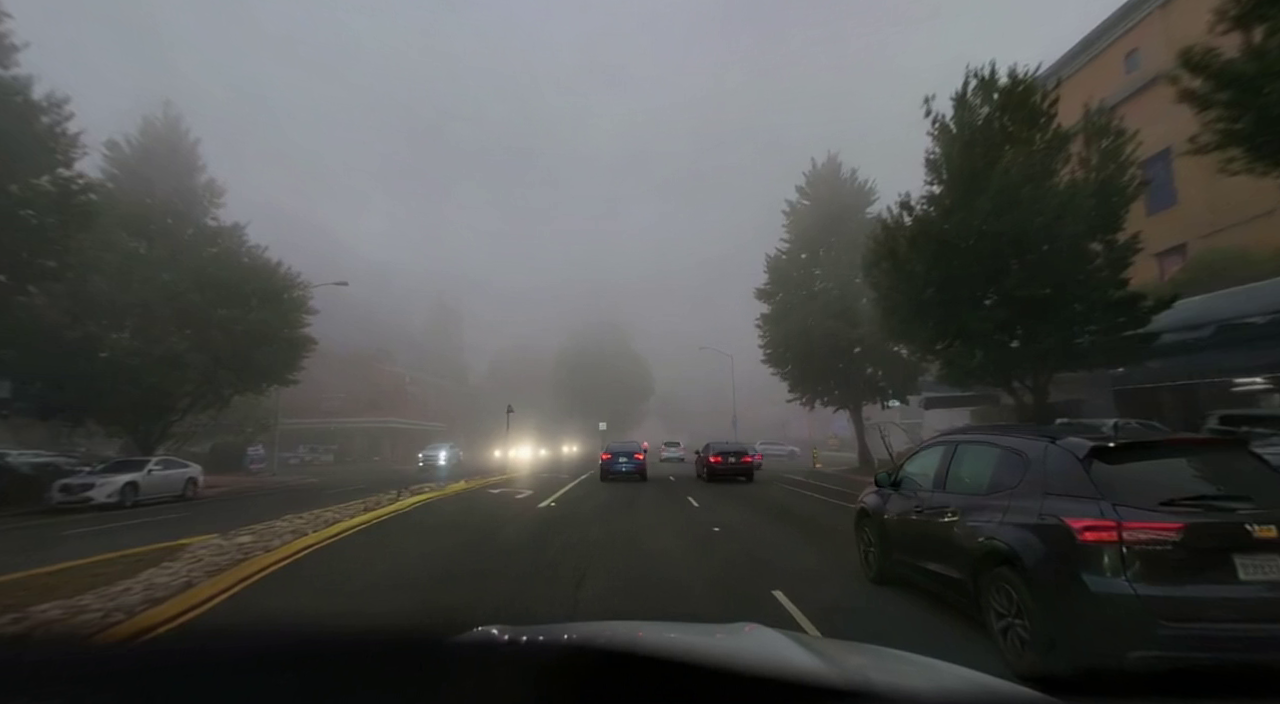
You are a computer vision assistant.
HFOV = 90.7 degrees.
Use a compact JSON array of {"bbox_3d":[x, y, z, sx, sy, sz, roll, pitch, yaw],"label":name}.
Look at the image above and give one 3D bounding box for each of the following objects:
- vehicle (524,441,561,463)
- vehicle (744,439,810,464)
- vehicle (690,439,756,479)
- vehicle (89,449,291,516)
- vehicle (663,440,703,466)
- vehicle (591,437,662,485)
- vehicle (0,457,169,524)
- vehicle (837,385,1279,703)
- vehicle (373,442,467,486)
[{"bbox_3d":[-7.407,7.653,48.435,2.085,1.610,4.085,0,-8,1],"label":"vehicle"},{"bbox_3d":[9.793,7.109,45.229,4.464,1.755,2.236,-2,-9,14],"label":"vehicle"},{"bbox_3d":[3.311,4.354,25.996,2.060,1.471,4.168,0,-8,-1],"label":"vehicle"},{"bbox_3d":[-11.576,3.337,16.798,2.028,1.469,4.533,0,-8,0],"label":"vehicle"},{"bbox_3d":[2.663,6.302,39.744,2.098,1.527,3.966,0,-8,-2],"label":"vehicle"},{"bbox_3d":[-0.475,3.798,22.402,2.232,1.508,4.319,0,-8,-1],"label":"vehicle"},{"bbox_3d":[-15.222,3.589,16.923,1.846,1.463,4.461,0,-8,-1],"label":"vehicle"},{"bbox_3d":[3.169,1.191,4.485,2.097,1.502,4.470,0,-8,0],"label":"vehicle"},{"bbox_3d":[-8.372,4.287,24.595,2.050,1.503,4.350,0,-8,1],"label":"vehicle"}]
